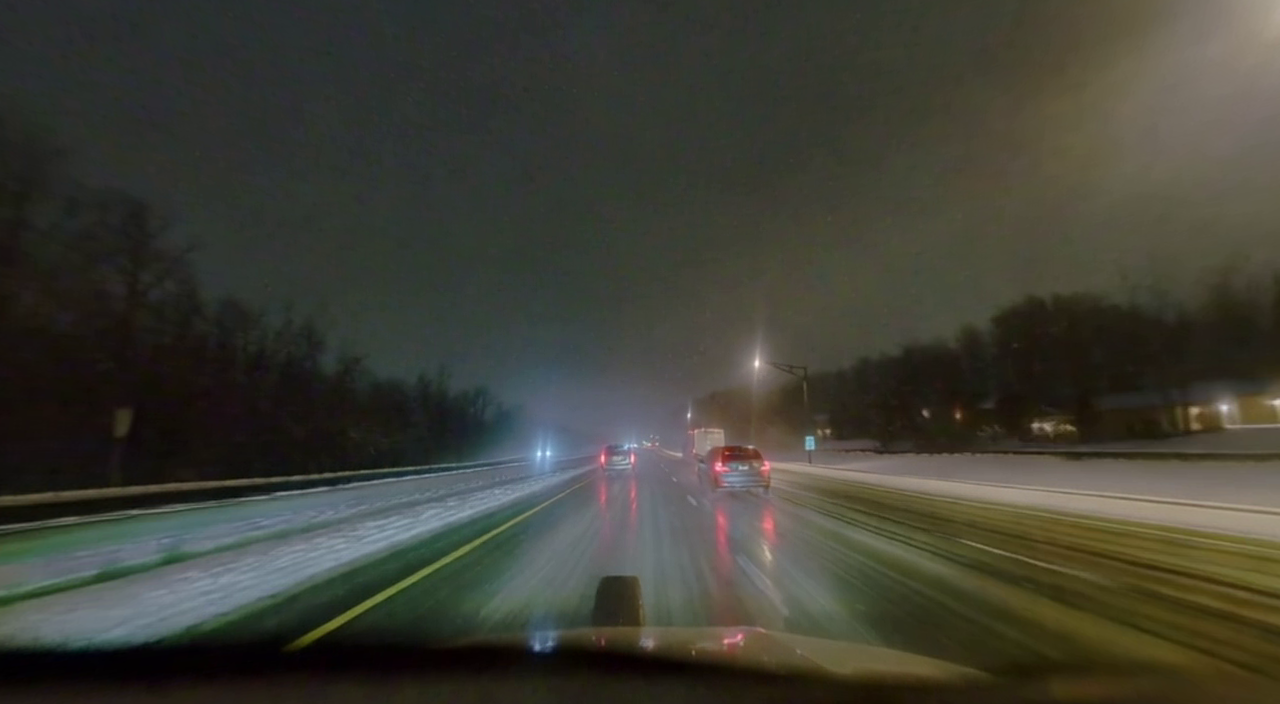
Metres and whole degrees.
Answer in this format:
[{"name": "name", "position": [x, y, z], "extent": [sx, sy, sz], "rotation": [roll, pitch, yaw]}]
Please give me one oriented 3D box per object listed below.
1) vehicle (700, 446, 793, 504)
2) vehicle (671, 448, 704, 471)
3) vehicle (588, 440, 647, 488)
[{"name": "vehicle", "position": [2.948, 3.501, 18.329], "extent": [2.004, 1.471, 4.032], "rotation": [0, -9, 0]}, {"name": "vehicle", "position": [3.405, 7.816, 45.871], "extent": [2.047, 1.540, 4.294], "rotation": [0, -9, 0]}, {"name": "vehicle", "position": [-0.824, 4.417, 25.202], "extent": [2.142, 1.724, 4.344], "rotation": [0, -9, 0]}]
